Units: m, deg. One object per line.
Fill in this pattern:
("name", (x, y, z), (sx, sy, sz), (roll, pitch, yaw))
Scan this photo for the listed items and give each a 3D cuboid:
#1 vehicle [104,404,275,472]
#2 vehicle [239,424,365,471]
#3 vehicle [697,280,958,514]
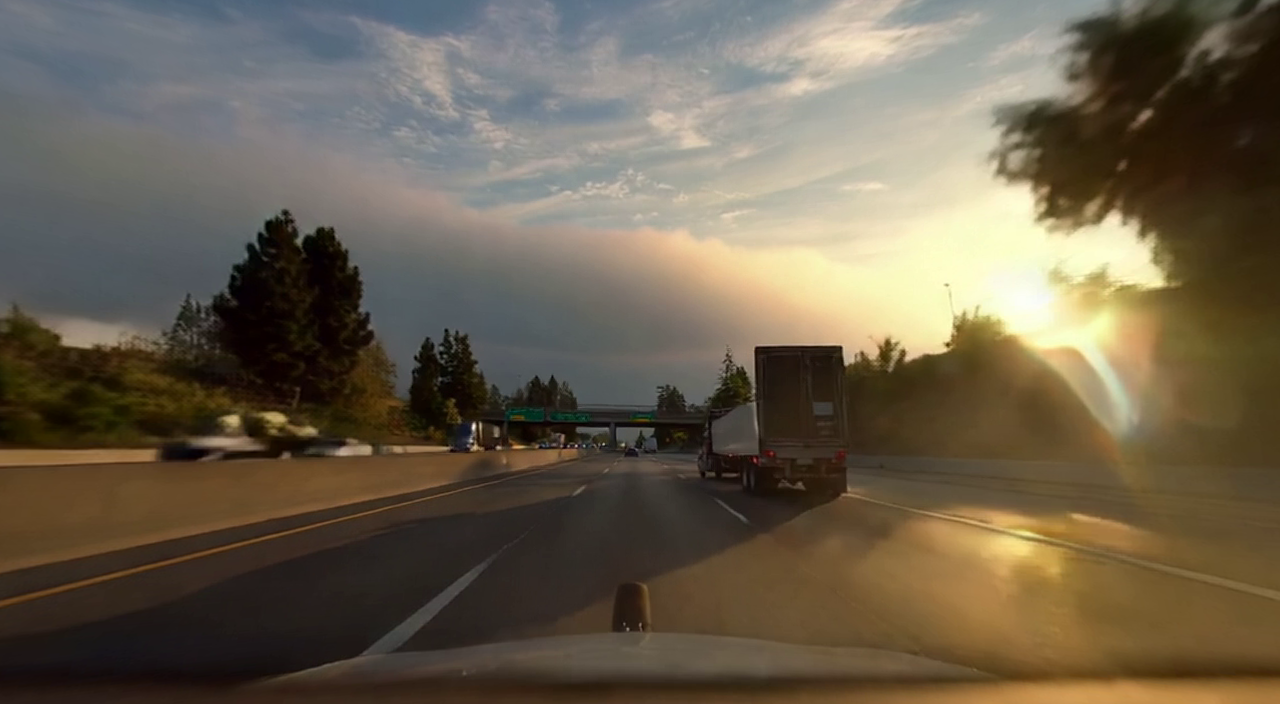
("vehicle", (-15.919, 3.137, 22.747), (2.397, 2.171, 4.968), (0, -9, 0))
("vehicle", (-12.402, 3.553, 23.544), (2.187, 1.567, 4.527), (0, -9, 0))
("vehicle", (3.969, 1.800, 18.429), (3.323, 4.262, 14.056), (0, -9, 0))
